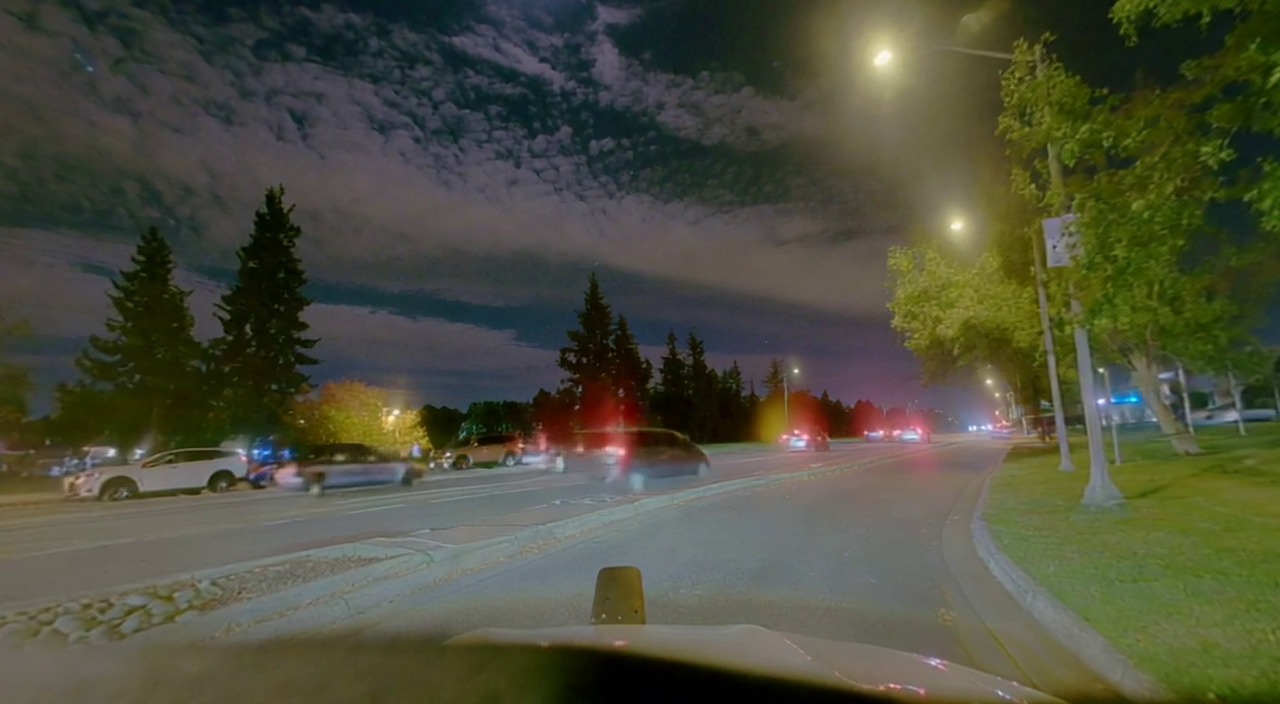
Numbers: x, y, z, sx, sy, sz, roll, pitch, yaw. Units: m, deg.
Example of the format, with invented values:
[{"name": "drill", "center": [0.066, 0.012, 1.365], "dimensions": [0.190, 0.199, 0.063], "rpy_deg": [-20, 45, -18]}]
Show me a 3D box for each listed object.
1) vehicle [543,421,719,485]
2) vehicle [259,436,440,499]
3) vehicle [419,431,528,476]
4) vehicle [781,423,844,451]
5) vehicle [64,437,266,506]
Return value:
[{"name": "vehicle", "center": [-0.130, 2.945, 18.456], "dimensions": [2.201, 1.574, 5.060], "rpy_deg": [-11, -13, 42]}, {"name": "vehicle", "center": [-9.643, 3.822, 21.317], "dimensions": [2.313, 1.688, 5.015], "rpy_deg": [-12, -12, 39]}, {"name": "vehicle", "center": [-8.239, 5.002, 31.723], "dimensions": [2.134, 1.924, 4.911], "rpy_deg": [-7, -8, 41]}, {"name": "vehicle", "center": [10.919, 5.336, 39.690], "dimensions": [2.040, 1.625, 5.119], "rpy_deg": [-5, -10, 36]}, {"name": "vehicle", "center": [-15.754, 3.909, 21.269], "dimensions": [2.294, 2.000, 4.788], "rpy_deg": [-7, -10, 33]}]
